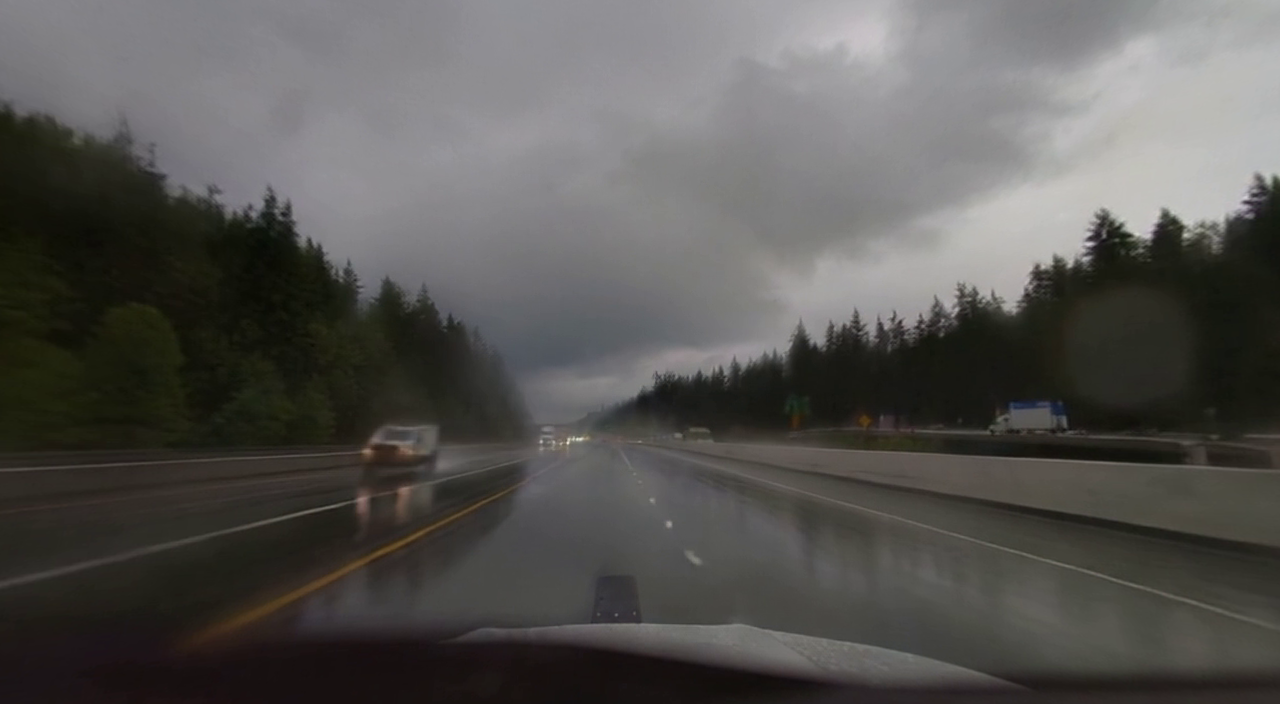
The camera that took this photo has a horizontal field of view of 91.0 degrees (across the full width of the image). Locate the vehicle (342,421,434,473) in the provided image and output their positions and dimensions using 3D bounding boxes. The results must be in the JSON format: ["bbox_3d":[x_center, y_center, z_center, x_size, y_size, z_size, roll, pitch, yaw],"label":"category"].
[{"bbox_3d":[-12.469,4.745,31.710,2.301,2.310,5.930,0,-8,-1],"label":"vehicle"}]
